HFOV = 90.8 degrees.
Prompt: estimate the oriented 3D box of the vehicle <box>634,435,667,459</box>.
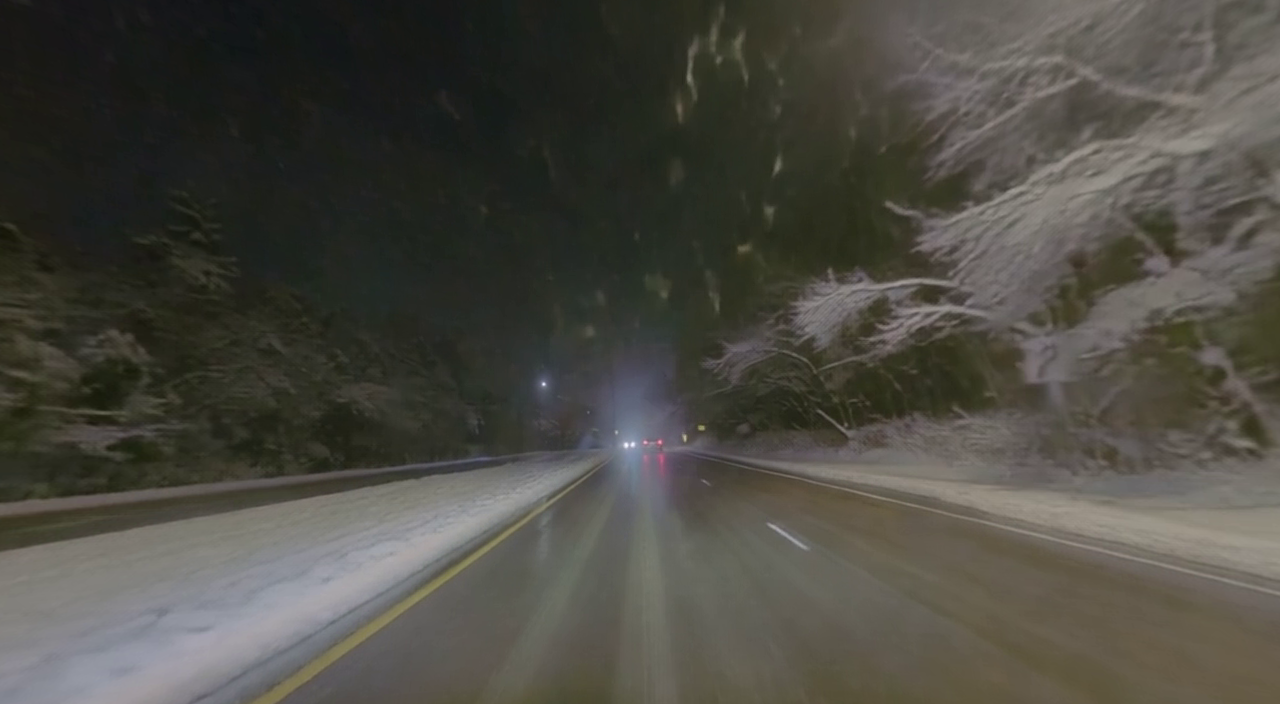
[{"bbox_3d":[0.744,7.283,48.282,2.183,1.744,4.424,0,-9,-4],"label":"vehicle"}]
